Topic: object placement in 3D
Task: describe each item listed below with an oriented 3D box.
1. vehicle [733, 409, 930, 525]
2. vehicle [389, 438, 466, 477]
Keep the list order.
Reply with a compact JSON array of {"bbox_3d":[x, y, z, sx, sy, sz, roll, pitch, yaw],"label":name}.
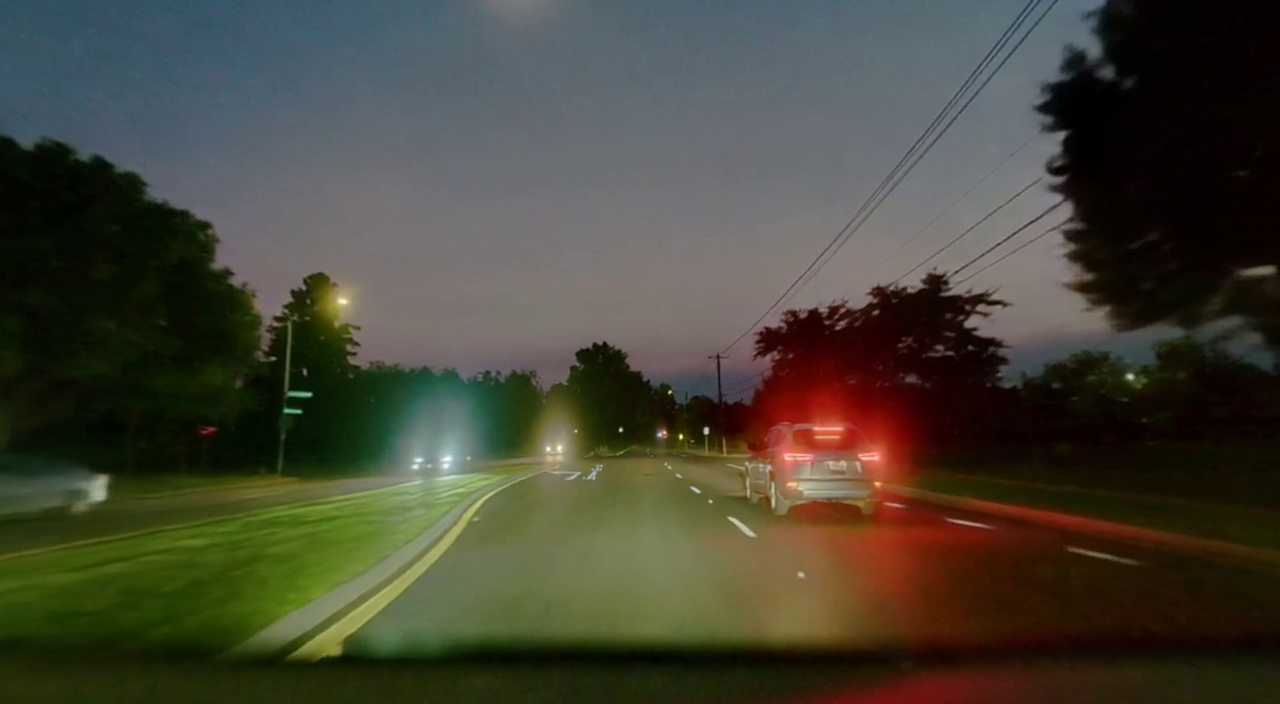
[{"bbox_3d":[3.330,2.134,12.245,2.193,1.777,4.772,0,-8,-1],"label":"vehicle"},{"bbox_3d":[-10.226,5.087,30.861,2.075,1.739,4.864,0,-8,0],"label":"vehicle"}]
